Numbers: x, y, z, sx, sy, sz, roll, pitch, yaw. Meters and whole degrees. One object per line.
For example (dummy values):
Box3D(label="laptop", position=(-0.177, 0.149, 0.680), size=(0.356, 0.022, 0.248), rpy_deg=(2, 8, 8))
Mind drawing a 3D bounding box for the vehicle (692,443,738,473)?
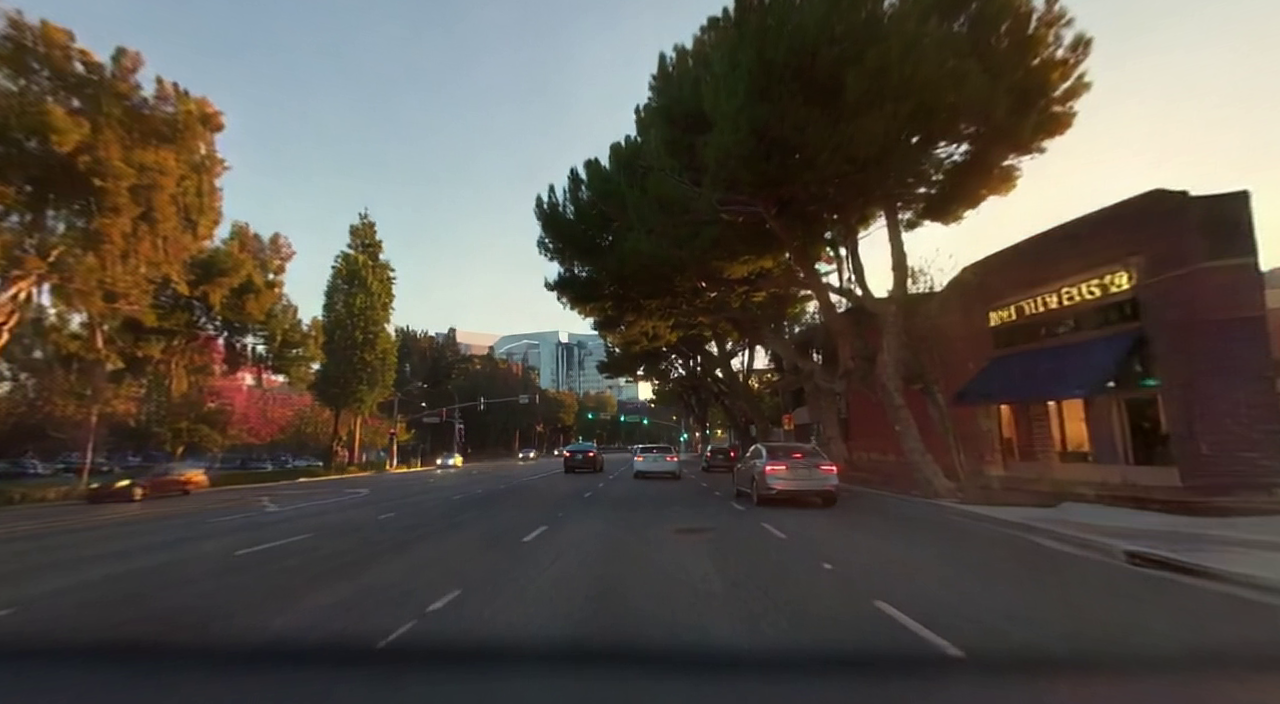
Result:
Box3D(label="vehicle", position=(3.919, 5.613, 33.665), size=(1.913, 1.463, 4.198), rpy_deg=(0, -8, -1))

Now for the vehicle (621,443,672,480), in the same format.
Box3D(label="vehicle", position=(0.298, 4.550, 26.446), size=(1.971, 1.433, 3.923), rpy_deg=(0, -8, 1))

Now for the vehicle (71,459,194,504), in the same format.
Box3D(label="vehicle", position=(-22.792, 5.781, 28.588), size=(1.898, 1.743, 4.365), rpy_deg=(0, -8, 0))

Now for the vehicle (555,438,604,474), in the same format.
Box3D(label="vehicle", position=(-3.084, 5.418, 32.942), size=(2.023, 1.720, 4.452), rpy_deg=(-1, -8, 2))

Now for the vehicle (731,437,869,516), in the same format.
Box3D(label="vehicle", position=(3.344, 2.682, 14.145), size=(1.948, 1.474, 4.360), rpy_deg=(0, -8, 0))
